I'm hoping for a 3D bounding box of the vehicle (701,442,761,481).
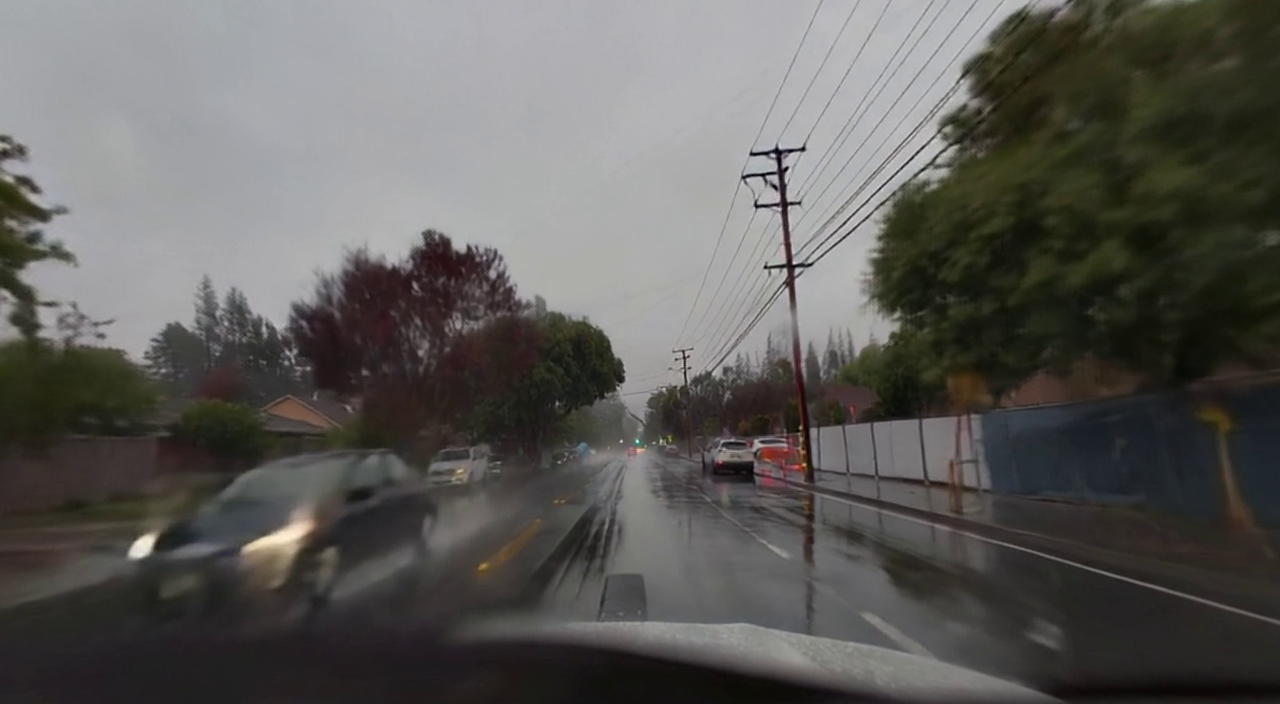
[{"bbox_3d":[3.855,4.716,27.429,1.902,1.542,4.099,0,-9,-2],"label":"vehicle"}]

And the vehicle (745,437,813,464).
[{"bbox_3d":[9.989,7.122,45.647,4.399,1.884,2.071,0,-10,-2],"label":"vehicle"}]

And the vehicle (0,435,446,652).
[{"bbox_3d":[-3.886,1.798,7.075,2.068,1.543,4.523,-2,-9,-1],"label":"vehicle"}]
